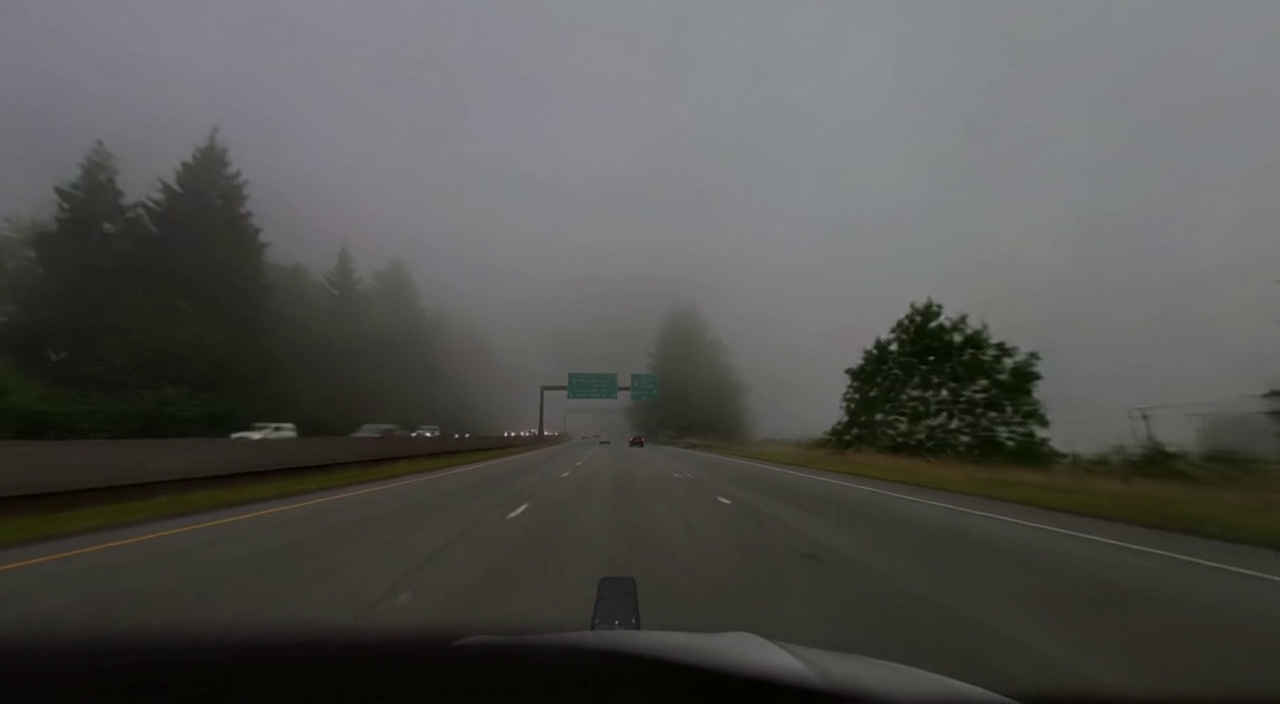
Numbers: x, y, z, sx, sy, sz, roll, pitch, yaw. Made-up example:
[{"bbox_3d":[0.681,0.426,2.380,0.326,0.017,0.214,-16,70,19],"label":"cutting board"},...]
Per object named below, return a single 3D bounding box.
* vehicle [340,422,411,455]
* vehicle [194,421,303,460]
[{"bbox_3d":[-13.983,4.616,33.650,1.974,1.592,4.533,0,-8,-2],"label":"vehicle"},{"bbox_3d":[-17.946,4.081,29.246,2.059,1.643,4.855,0,-8,-2],"label":"vehicle"}]
